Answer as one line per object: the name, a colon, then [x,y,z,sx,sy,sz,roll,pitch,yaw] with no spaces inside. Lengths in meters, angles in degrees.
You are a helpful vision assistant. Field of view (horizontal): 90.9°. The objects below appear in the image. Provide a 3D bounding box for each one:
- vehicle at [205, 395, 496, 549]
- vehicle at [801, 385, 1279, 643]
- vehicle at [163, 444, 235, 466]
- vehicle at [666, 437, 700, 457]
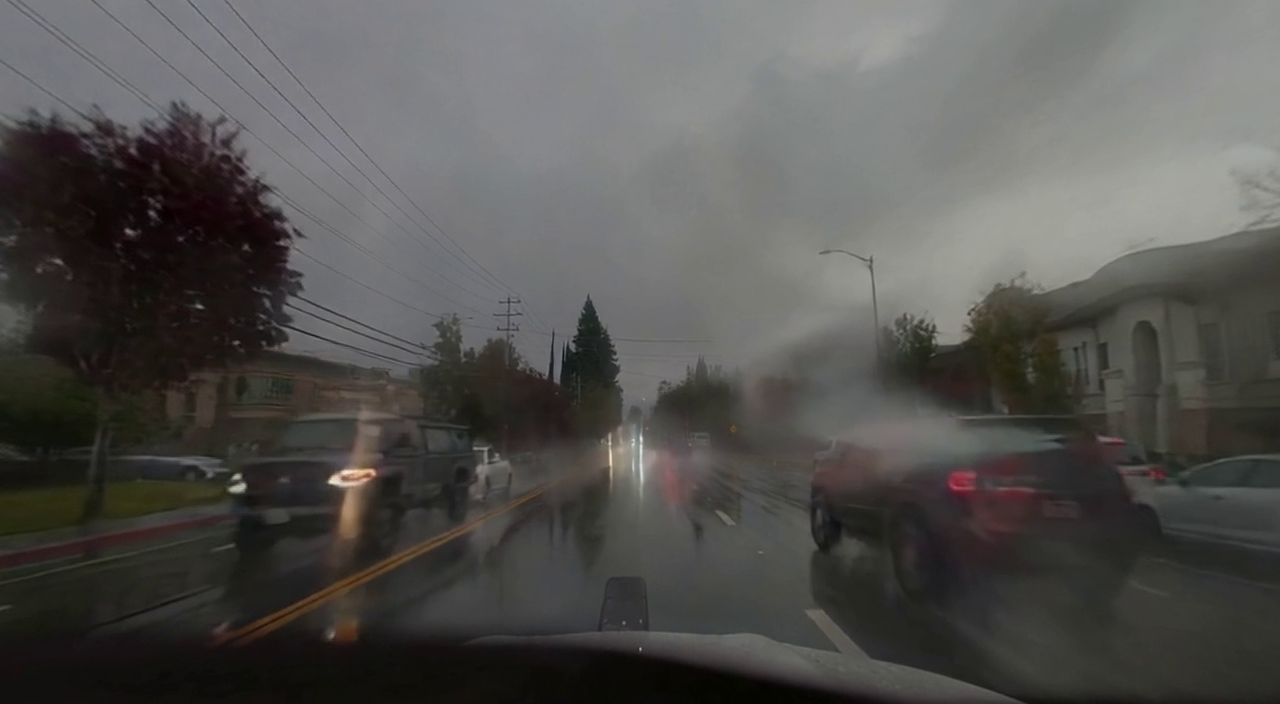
vehicle: [-4.628,2.060,11.560,2.435,2.069,5.772,-1,-8,2]
vehicle: [3.300,1.411,6.566,2.004,1.704,4.573,0,-8,0]
vehicle: [-31.719,7.422,45.513,1.746,1.479,4.603,0,-9,2]
vehicle: [3.204,7.229,48.038,2.059,1.489,4.629,0,-8,-2]
